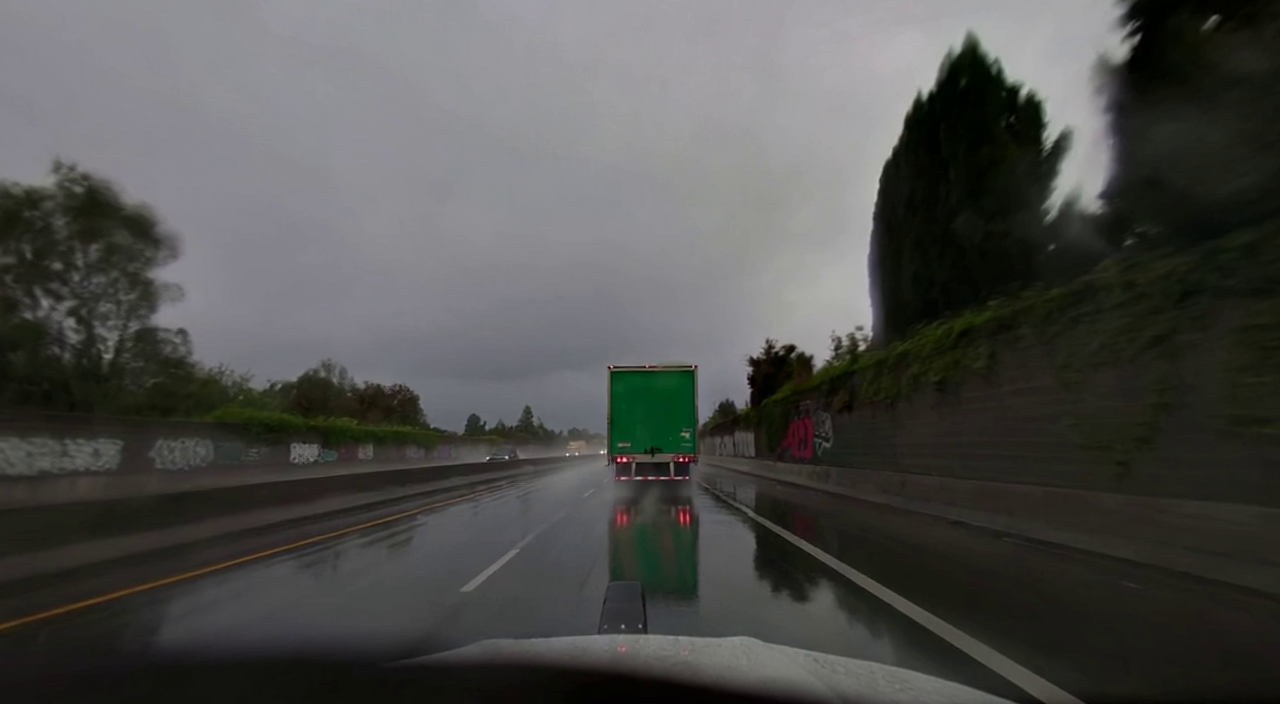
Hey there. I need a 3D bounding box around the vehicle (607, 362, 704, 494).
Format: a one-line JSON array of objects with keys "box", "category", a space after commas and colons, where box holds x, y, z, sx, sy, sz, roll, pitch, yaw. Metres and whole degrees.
[{"box": [0.320, 3.055, 24.125, 2.900, 3.955, 10.151, 0, -9, -1], "category": "vehicle"}]
